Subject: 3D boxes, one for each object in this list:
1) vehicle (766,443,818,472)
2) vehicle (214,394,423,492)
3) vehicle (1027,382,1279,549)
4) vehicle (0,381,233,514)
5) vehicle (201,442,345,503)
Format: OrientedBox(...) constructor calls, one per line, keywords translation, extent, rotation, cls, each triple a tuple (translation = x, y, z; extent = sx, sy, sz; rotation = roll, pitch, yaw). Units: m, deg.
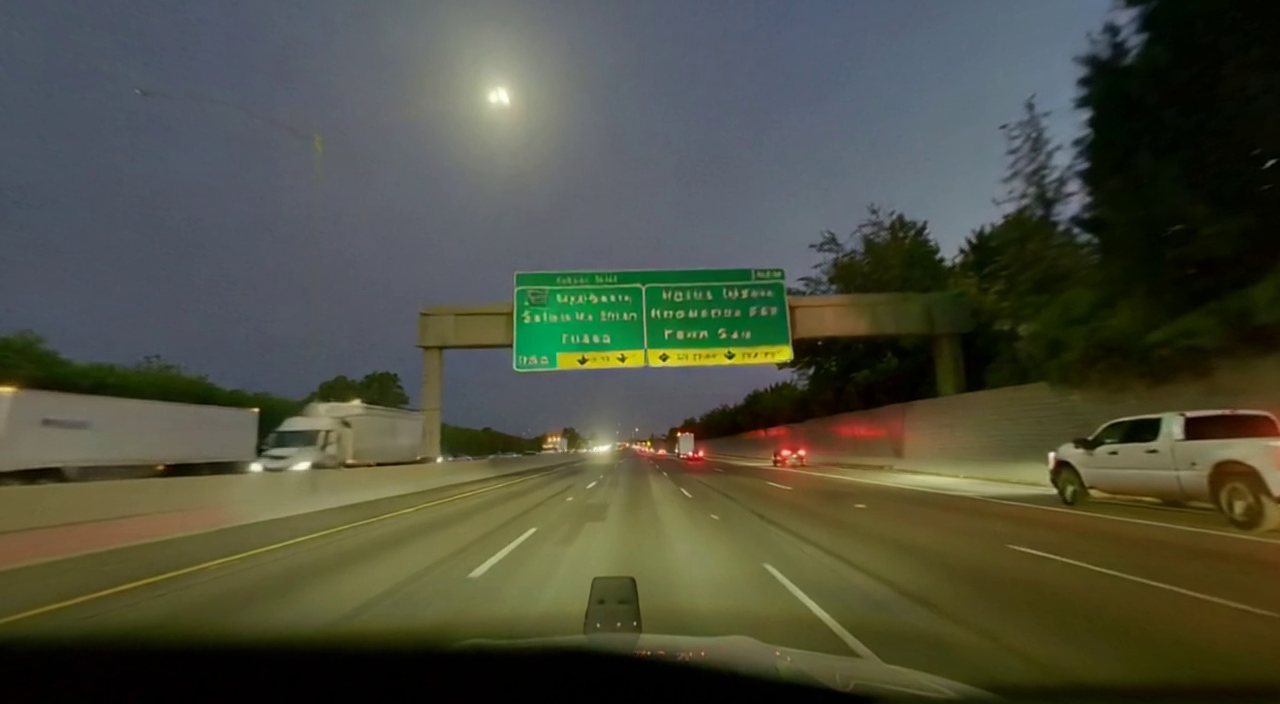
OrientedBox(translation=(9.295, 6.484, 38.894), extent=(1.950, 1.632, 4.845), rotation=(0, -9, -1), cls="vehicle")
OrientedBox(translation=(-16.282, 5.036, 34.384), extent=(3.520, 4.128, 15.275), rotation=(0, -9, -1), cls="vehicle")
OrientedBox(translation=(9.060, 1.741, 10.003), extent=(2.184, 2.052, 5.650), rotation=(0, -9, 0), cls="vehicle")
OrientedBox(translation=(-23.048, 3.900, 25.459), extent=(3.273, 4.347, 15.906), rotation=(0, -9, -3), cls="vehicle")
OrientedBox(translation=(-12.489, 4.106, 21.906), extent=(2.018, 1.849, 4.922), rotation=(0, -9, 0), cls="vehicle")
